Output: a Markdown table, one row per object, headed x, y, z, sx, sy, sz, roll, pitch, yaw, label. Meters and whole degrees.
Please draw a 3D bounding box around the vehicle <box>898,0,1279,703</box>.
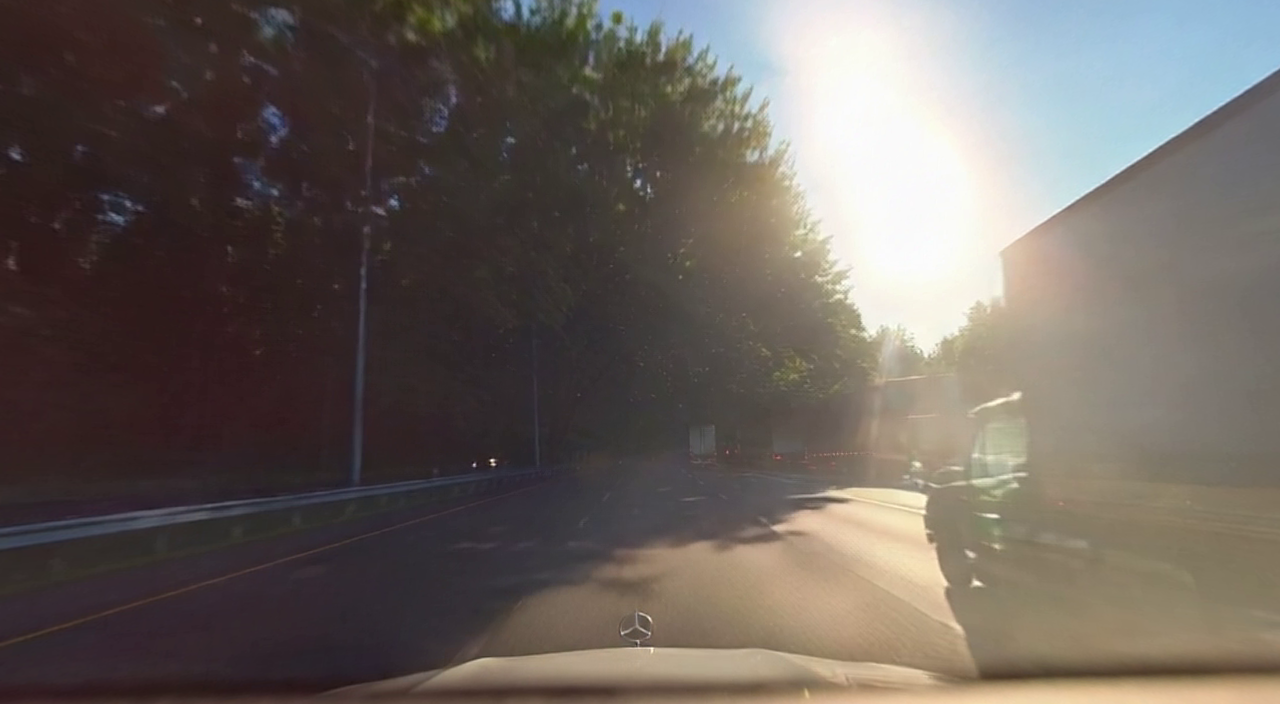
| x | y | z | sx | sy | sz | roll | pitch | yaw | label |
| --- | --- | --- | --- | --- | --- | --- | --- | --- | --- |
| 4.522 | -0.023 | 3.984 | 3.024 | 3.913 | 6.159 | 0 | -9 | 0 | vehicle |
